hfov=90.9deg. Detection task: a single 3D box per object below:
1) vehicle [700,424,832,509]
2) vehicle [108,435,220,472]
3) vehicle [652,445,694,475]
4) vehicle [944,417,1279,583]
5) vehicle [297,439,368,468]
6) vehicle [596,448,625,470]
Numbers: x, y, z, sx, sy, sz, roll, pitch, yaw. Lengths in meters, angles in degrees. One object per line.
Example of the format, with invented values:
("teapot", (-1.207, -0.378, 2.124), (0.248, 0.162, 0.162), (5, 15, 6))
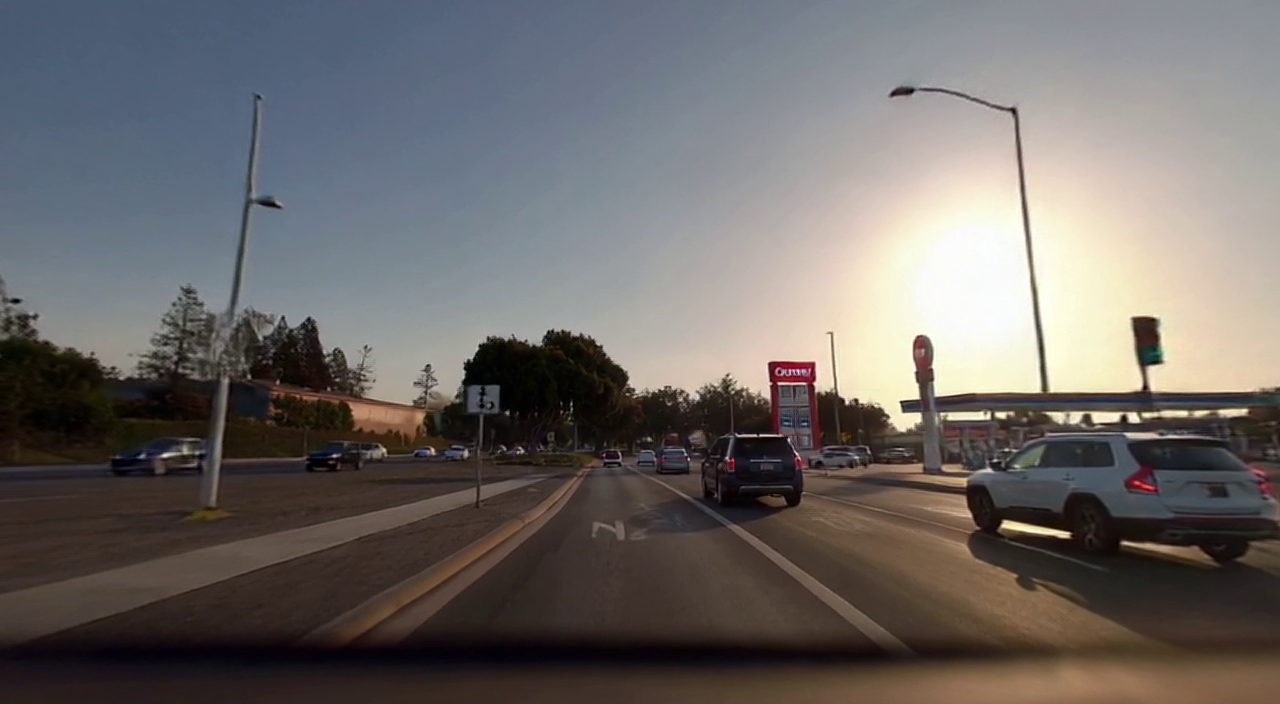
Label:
("vehicle", (2.928, 2.792, 15.864), (2.184, 1.777, 4.712), (0, -8, -2))
("vehicle", (-22.504, 4.806, 30.049), (1.872, 1.620, 4.343), (0, -8, 1))
("vehicle", (1.862, 6.201, 36.598), (2.012, 1.612, 4.114), (0, -8, -3))
("vehicle", (6.103, 1.760, 8.365), (1.881, 1.604, 4.289), (0, -8, -1))
("vehicle", (-19.020, 6.297, 39.234), (2.081, 1.654, 4.576), (0, -8, 0))
("vehicle", (-2.184, 8.037, 47.623), (2.107, 1.527, 4.174), (0, -8, -2))
